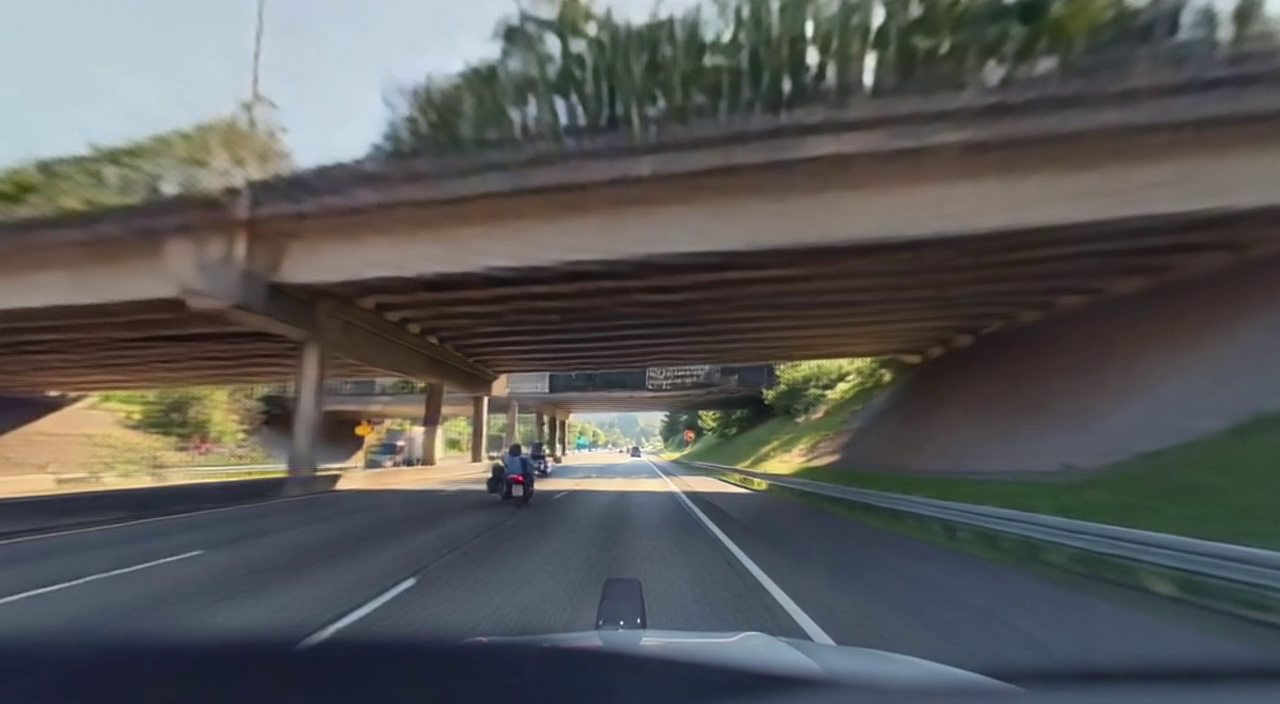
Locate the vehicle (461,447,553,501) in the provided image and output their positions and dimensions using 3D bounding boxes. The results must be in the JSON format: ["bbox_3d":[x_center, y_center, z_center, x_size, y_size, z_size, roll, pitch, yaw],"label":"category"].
[{"bbox_3d":[-4.039,3.780,19.906,1.992,1.504,4.117,0,-9,0],"label":"vehicle"}]
